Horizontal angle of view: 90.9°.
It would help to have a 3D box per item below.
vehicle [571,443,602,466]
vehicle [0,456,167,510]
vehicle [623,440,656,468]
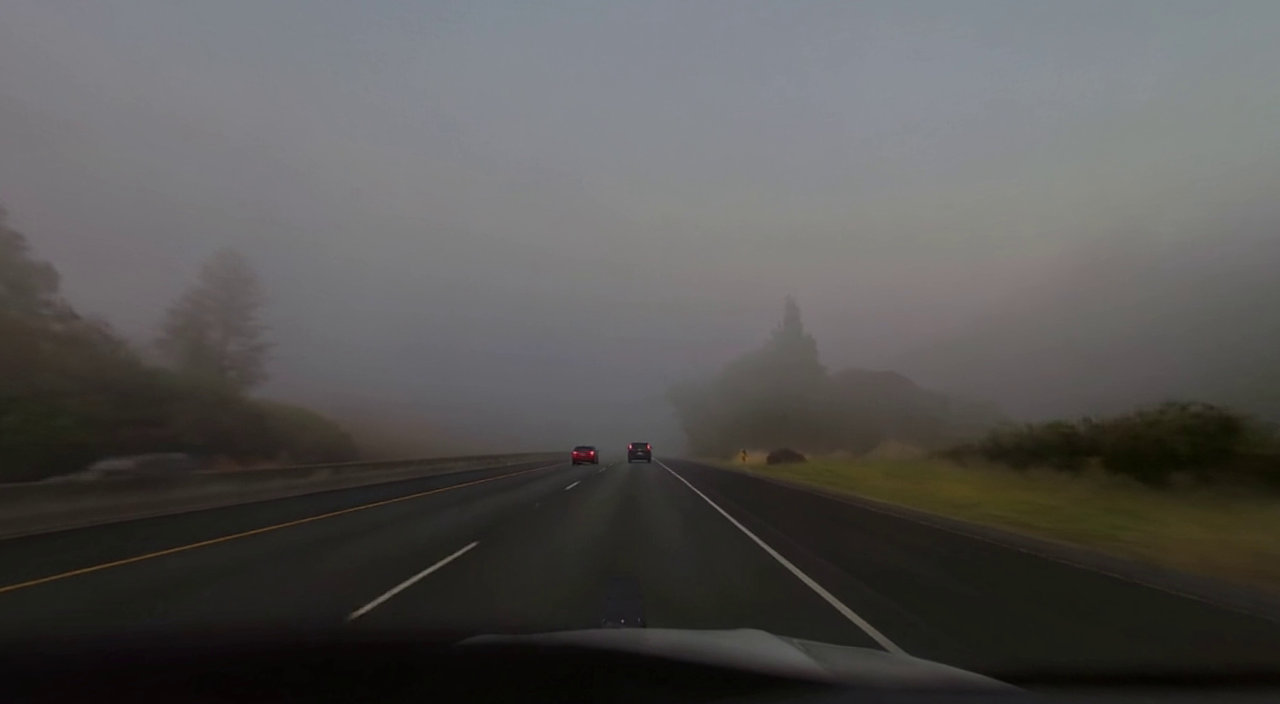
[{"bbox_3d":[-4.110,7.992,49.151,2.113,1.656,4.215,0,-9,0],"label":"vehicle"},{"bbox_3d":[-17.695,4.080,20.070,2.023,1.482,4.097,0,-9,0],"label":"vehicle"},{"bbox_3d":[-0.056,6.893,42.645,2.126,1.786,3.958,0,-9,0],"label":"vehicle"}]
